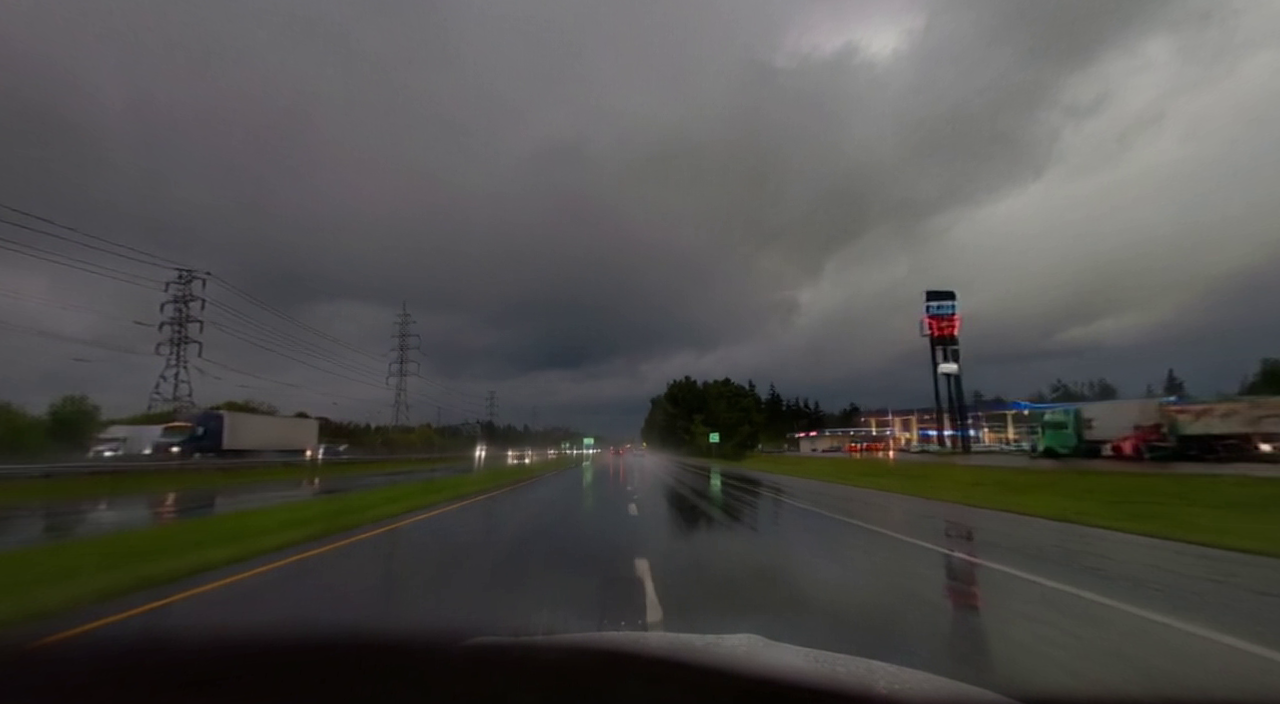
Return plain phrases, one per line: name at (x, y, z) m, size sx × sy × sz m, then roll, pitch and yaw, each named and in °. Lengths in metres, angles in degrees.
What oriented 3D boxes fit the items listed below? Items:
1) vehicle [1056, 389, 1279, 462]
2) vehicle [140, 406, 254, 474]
vehicle at (32.555, 4.684, 39.005) m, size 10.652 × 3.951 × 2.980 m, roll -8°, pitch -12°, yaw 43°
vehicle at (-29.004, 5.802, 41.696) m, size 2.866 × 3.966 × 6.447 m, roll -2°, pitch -8°, yaw -1°
